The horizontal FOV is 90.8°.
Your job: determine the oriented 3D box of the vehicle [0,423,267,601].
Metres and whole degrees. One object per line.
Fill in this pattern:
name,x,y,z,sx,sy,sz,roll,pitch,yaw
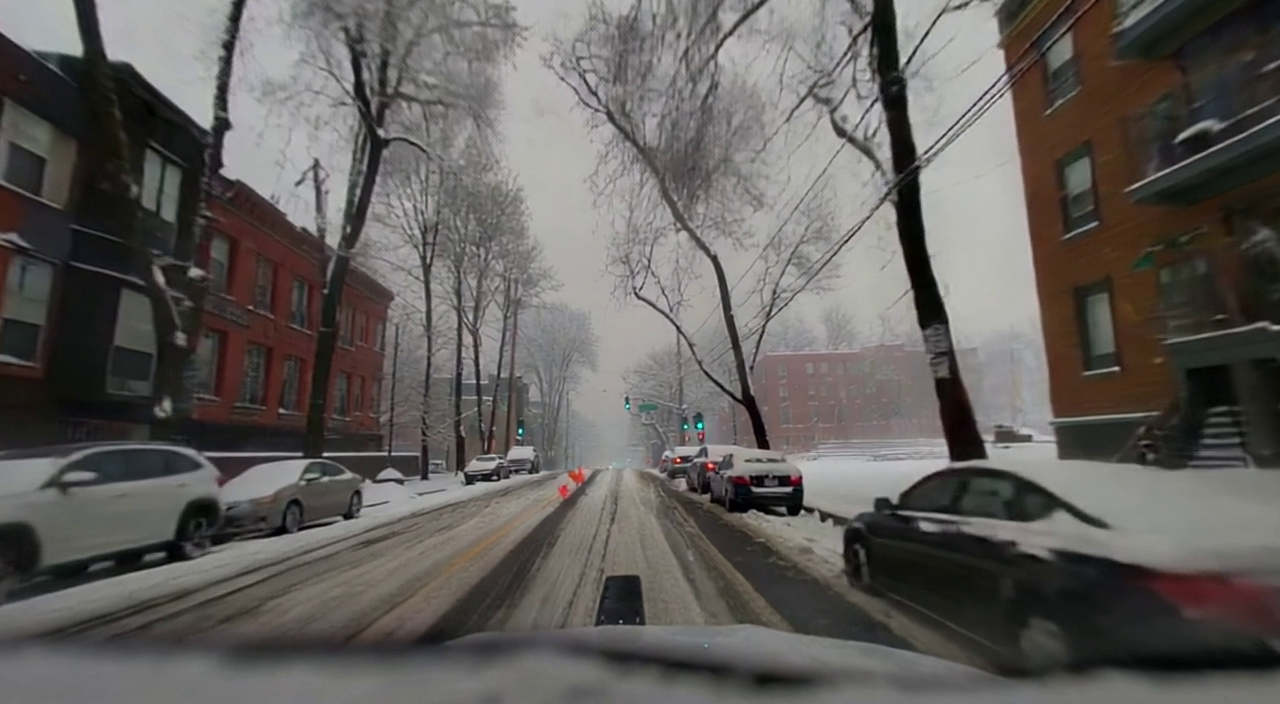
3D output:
vehicle,-7.806,1.774,7.361,5.507,1.819,2.077,2,-9,-16

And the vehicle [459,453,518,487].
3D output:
vehicle,-7.229,5.640,30.562,1.968,1.450,4.271,0,-8,-3

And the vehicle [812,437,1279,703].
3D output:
vehicle,3.132,1.377,4.589,2.077,1.445,4.897,0,-8,-4

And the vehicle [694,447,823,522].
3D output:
vehicle,2.613,3.057,15.267,2.010,1.499,4.754,0,-8,-2

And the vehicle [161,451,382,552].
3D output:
vehicle,-6.726,2.714,12.225,1.900,1.520,4.320,0,-8,-4
